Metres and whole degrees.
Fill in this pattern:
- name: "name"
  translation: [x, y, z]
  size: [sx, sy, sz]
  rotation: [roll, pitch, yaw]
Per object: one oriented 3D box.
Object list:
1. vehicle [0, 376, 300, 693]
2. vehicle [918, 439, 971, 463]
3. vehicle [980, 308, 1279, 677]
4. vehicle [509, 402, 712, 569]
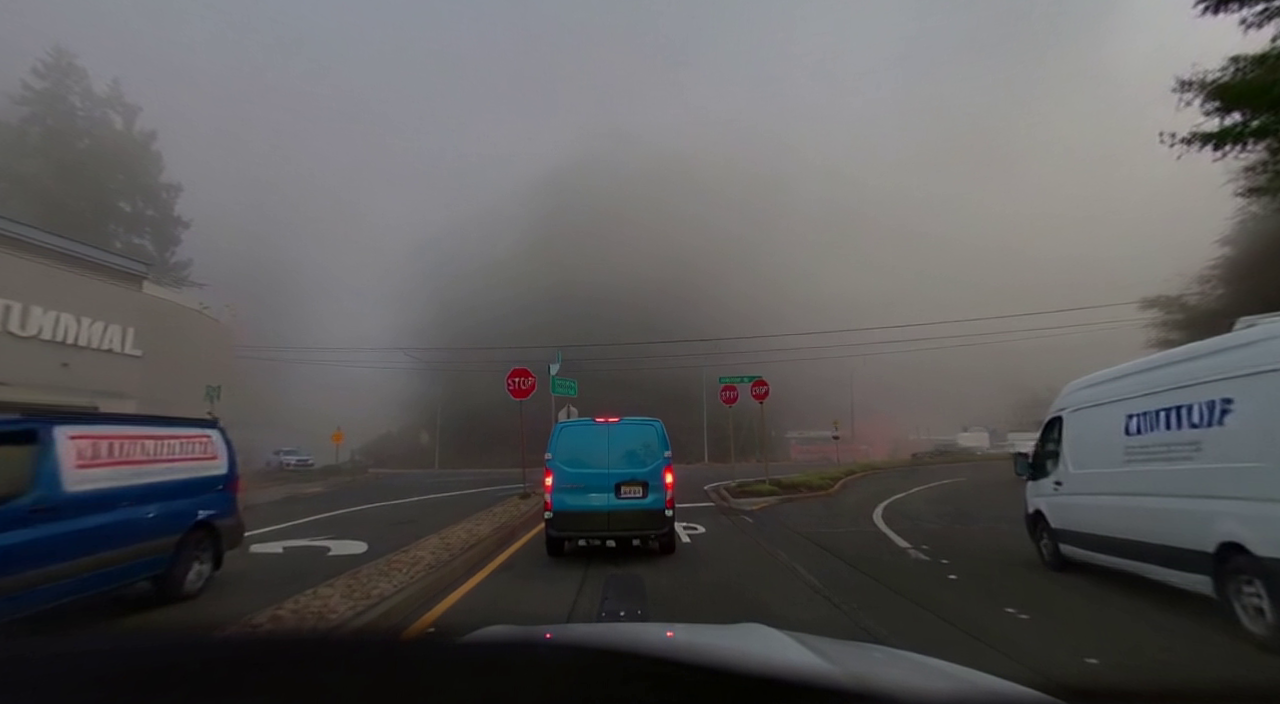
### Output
- name: "vehicle"
  translation: [-4.572, 1.162, 4.511]
  size: [1.985, 1.710, 4.651]
  rotation: [1, -9, -5]
- name: "vehicle"
  translation: [22.184, 7.215, 45.959]
  size: [1.985, 1.659, 4.512]
  rotation: [-9, -12, 44]
- name: "vehicle"
  translation: [5.416, 1.148, 5.717]
  size: [2.385, 2.196, 5.640]
  rotation: [-2, -9, 10]
- name: "vehicle"
  translation: [-0.256, 1.816, 9.321]
  size: [2.237, 1.828, 4.546]
  rotation: [0, -9, 2]
